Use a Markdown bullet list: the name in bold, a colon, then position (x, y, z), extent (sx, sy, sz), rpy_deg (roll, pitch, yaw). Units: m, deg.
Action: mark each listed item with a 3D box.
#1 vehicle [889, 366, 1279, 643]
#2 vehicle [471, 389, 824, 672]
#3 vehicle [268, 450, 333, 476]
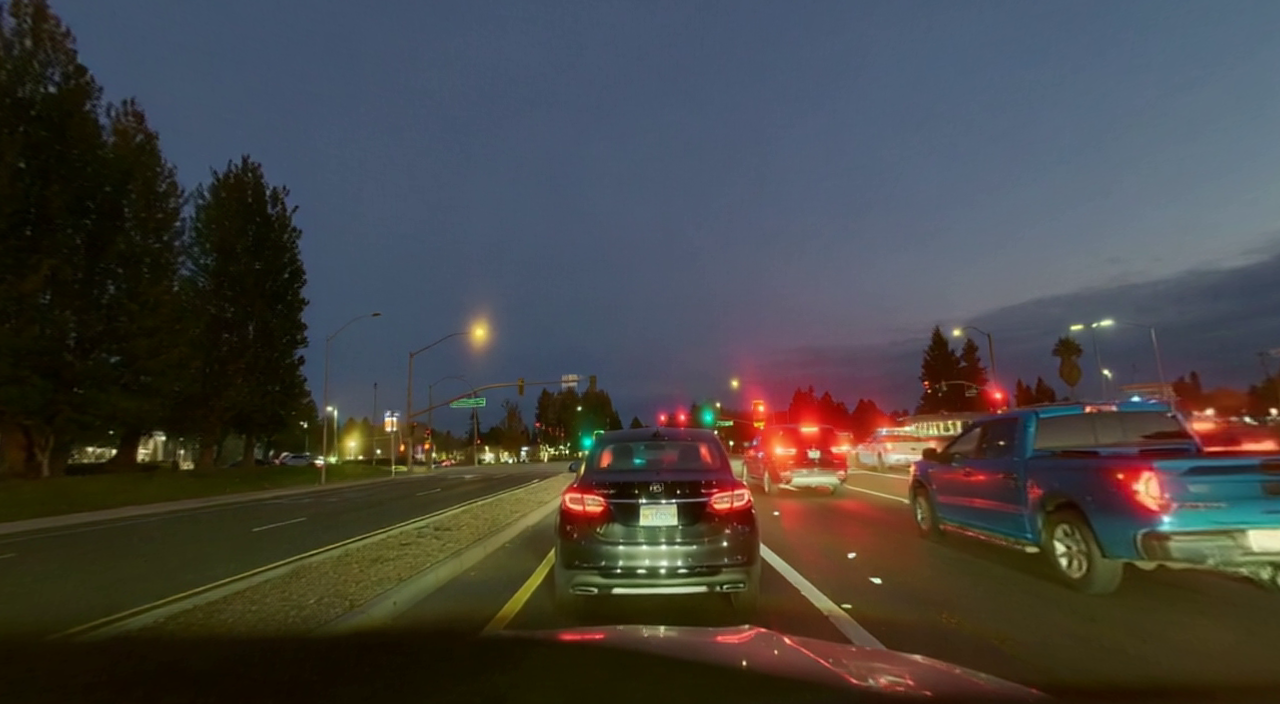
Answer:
- **vehicle**: position (4.553, 1.326, 6.524), extent (2.019, 1.803, 4.634), rpy_deg (0, -8, 0)
- **vehicle**: position (0.006, 1.360, 5.859), extent (2.116, 1.677, 3.948), rpy_deg (0, -8, -1)
- **vehicle**: position (-24.060, 7.844, 44.878), extent (1.798, 1.706, 4.385), rpy_deg (-1, -8, 6)
